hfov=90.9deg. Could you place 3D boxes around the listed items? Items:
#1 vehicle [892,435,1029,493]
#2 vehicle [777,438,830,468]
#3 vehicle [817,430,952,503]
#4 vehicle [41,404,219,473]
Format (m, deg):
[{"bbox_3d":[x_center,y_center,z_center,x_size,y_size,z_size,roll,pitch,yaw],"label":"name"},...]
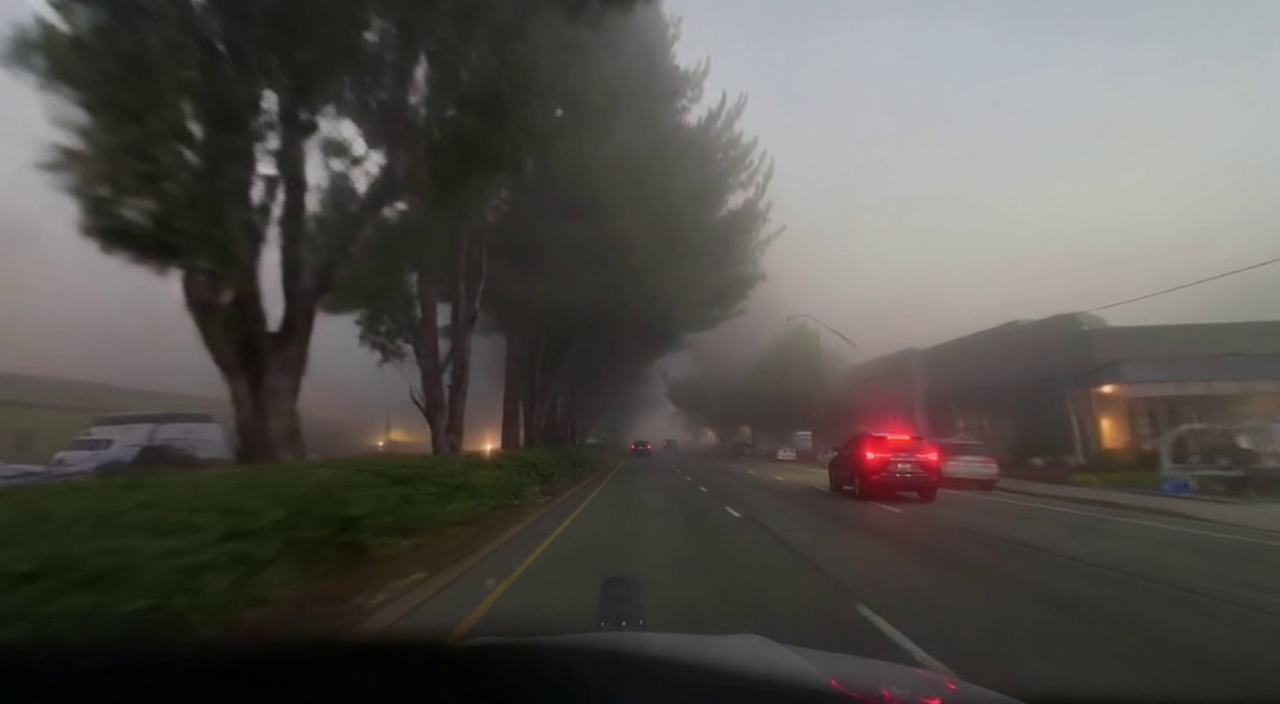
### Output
[{"bbox_3d":[10.761,3.767,21.674,2.244,1.754,4.791,0,-8,1],"label":"vehicle"},{"bbox_3d":[10.678,6.625,41.559,2.096,1.780,5.128,0,-8,0],"label":"vehicle"},{"bbox_3d":[6.168,2.923,16.460,2.072,1.669,3.836,0,-8,2],"label":"vehicle"},{"bbox_3d":[-25.946,4.453,32.354,6.540,3.375,2.751,0,-8,0],"label":"vehicle"}]
